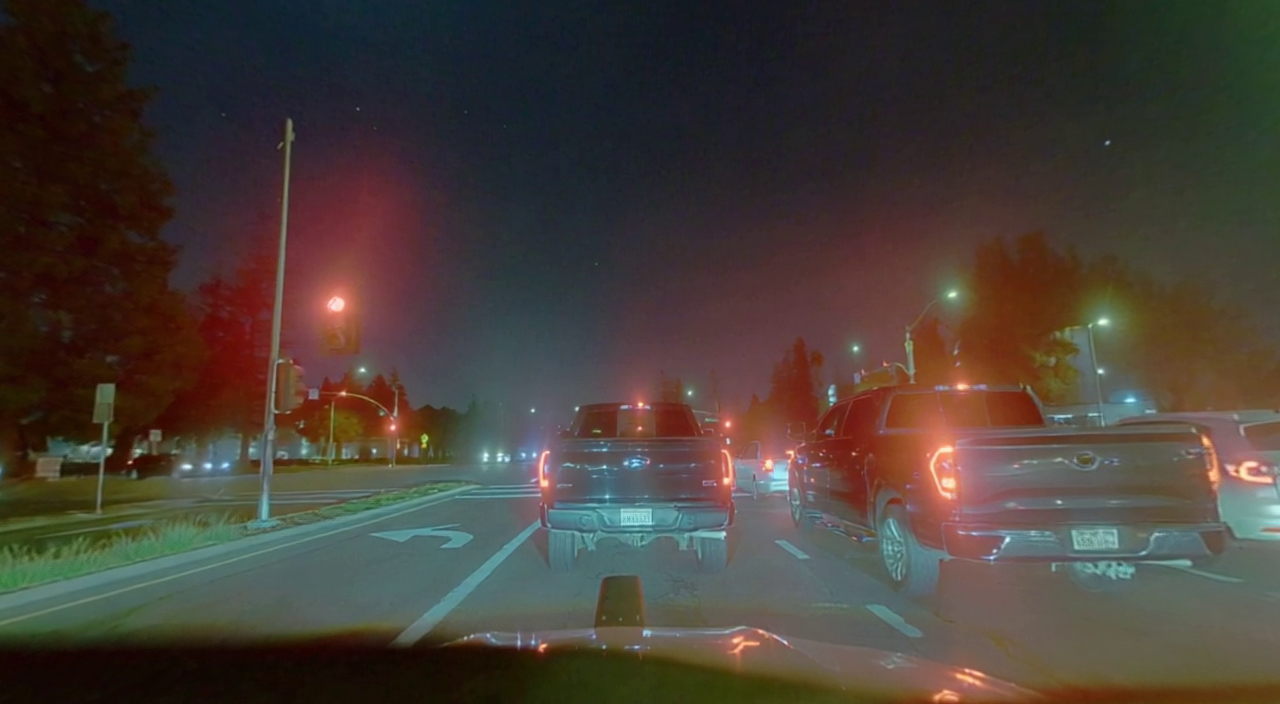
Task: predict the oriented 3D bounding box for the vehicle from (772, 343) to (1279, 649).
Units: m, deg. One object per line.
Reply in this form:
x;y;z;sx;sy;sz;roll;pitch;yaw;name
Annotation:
3.319;1.326;6.940;2.412;1.953;5.682;0;-9;-1;vehicle

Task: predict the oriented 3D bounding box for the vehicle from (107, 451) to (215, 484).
-26.374;6.331;35.013;4.437;1.669;1.936;5;-10;-30;vehicle

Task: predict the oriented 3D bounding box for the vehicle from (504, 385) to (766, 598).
-0.067;1.572;8.010;2.240;1.821;5.001;0;-9;-1;vehicle
